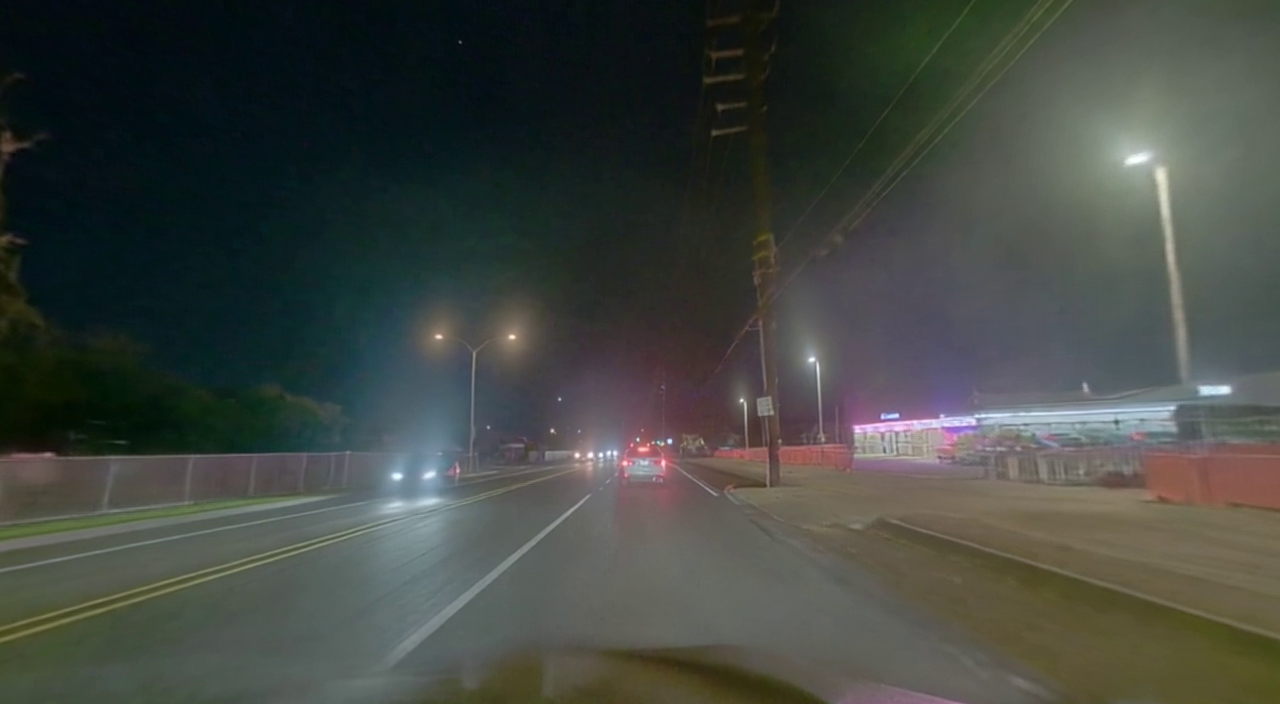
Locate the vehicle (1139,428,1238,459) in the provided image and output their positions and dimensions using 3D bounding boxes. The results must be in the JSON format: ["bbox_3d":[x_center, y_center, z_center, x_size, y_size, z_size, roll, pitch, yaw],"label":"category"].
[{"bbox_3d":[33.089,5.550,38.073,2.008,1.725,4.695,-1,-9,4],"label":"vehicle"}]

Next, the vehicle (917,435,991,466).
[{"bbox_3d":[18.939,5.965,38.127,2.039,1.705,4.666,0,-9,-1],"label":"vehicle"}]

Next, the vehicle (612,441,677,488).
[{"bbox_3d":[0.142,4.011,22.757,2.144,1.514,4.063,0,-9,0],"label":"vehicle"}]

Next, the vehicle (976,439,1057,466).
[{"bbox_3d":[21.850,5.833,36.648,1.934,1.457,4.134,0,-9,-4],"label":"vehicle"}]

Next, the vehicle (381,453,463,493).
[{"bbox_3d":[-9.330,5.185,27.302,1.956,1.527,4.365,0,-9,1],"label":"vehicle"}]
